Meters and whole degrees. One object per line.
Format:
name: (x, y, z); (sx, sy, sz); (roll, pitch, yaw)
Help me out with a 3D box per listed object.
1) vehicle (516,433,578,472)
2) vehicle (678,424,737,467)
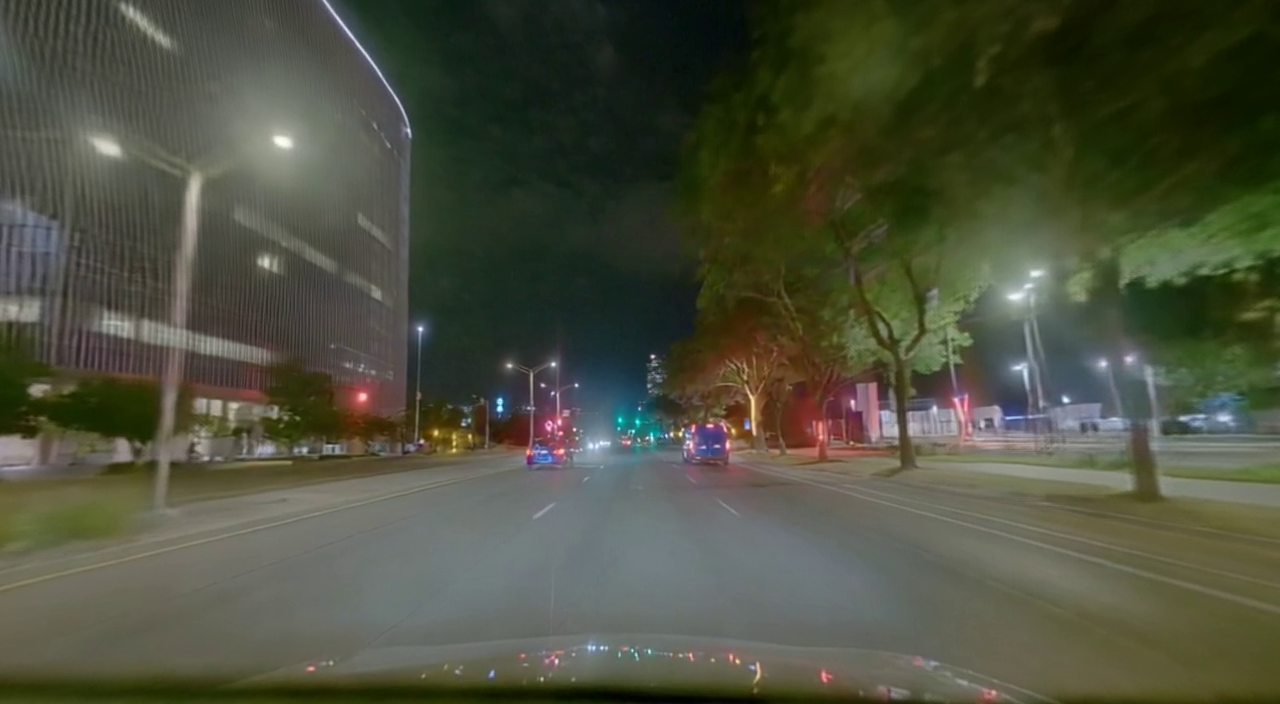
vehicle: (-3.754, 4.131, 26.058); (1.864, 1.464, 4.195); (0, -8, 1)
vehicle: (3.130, 4.501, 30.485); (2.200, 1.914, 5.145); (0, -8, -1)
